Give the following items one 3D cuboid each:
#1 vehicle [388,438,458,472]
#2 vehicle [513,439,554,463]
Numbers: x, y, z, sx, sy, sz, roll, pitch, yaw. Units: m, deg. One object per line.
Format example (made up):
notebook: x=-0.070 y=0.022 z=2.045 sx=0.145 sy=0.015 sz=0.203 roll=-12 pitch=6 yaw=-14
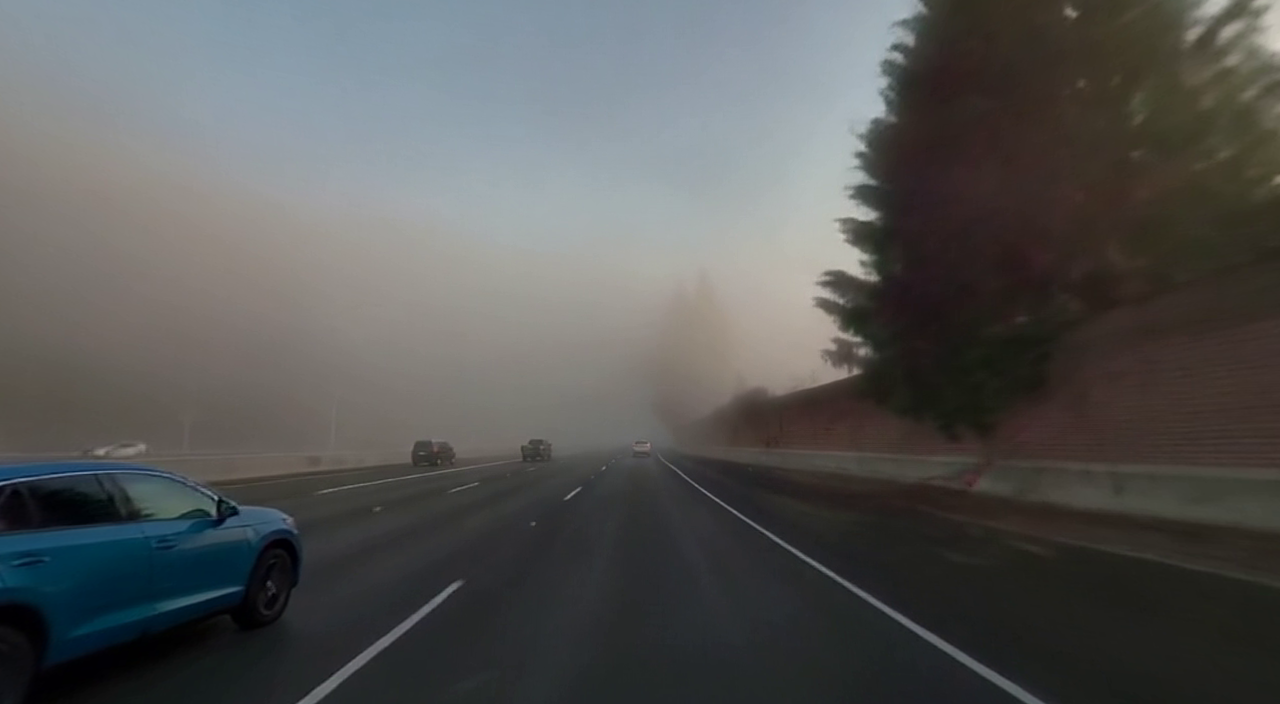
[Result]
vehicle: x=-11.332 y=5.414 z=33.288 sx=2.025 sy=1.618 sz=4.683 roll=0 pitch=-9 yaw=0
vehicle: x=-7.856 y=7.388 z=46.984 sx=2.151 sy=1.707 sz=4.759 roll=0 pitch=-8 yaw=1
